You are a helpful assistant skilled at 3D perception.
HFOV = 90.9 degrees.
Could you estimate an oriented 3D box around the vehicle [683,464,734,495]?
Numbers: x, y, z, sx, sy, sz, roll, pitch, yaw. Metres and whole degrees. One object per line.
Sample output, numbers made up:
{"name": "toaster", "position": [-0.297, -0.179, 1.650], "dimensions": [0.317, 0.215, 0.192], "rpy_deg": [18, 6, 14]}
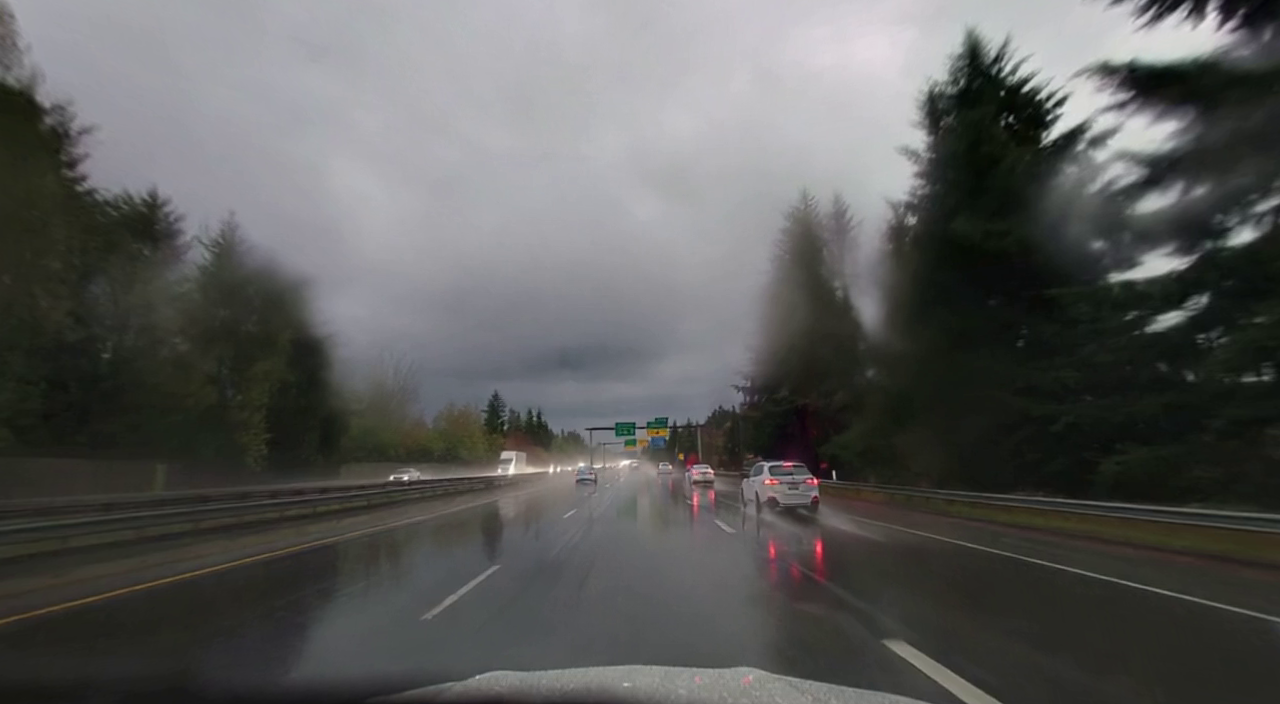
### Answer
{"name": "vehicle", "position": [3.523, 6.717, 33.347], "dimensions": [2.051, 1.472, 4.547], "rpy_deg": [1, -10, -2]}

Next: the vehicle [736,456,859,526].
{"name": "vehicle", "position": [4.035, 3.675, 17.043], "dimensions": [2.010, 1.579, 4.679], "rpy_deg": [1, -10, -2]}
